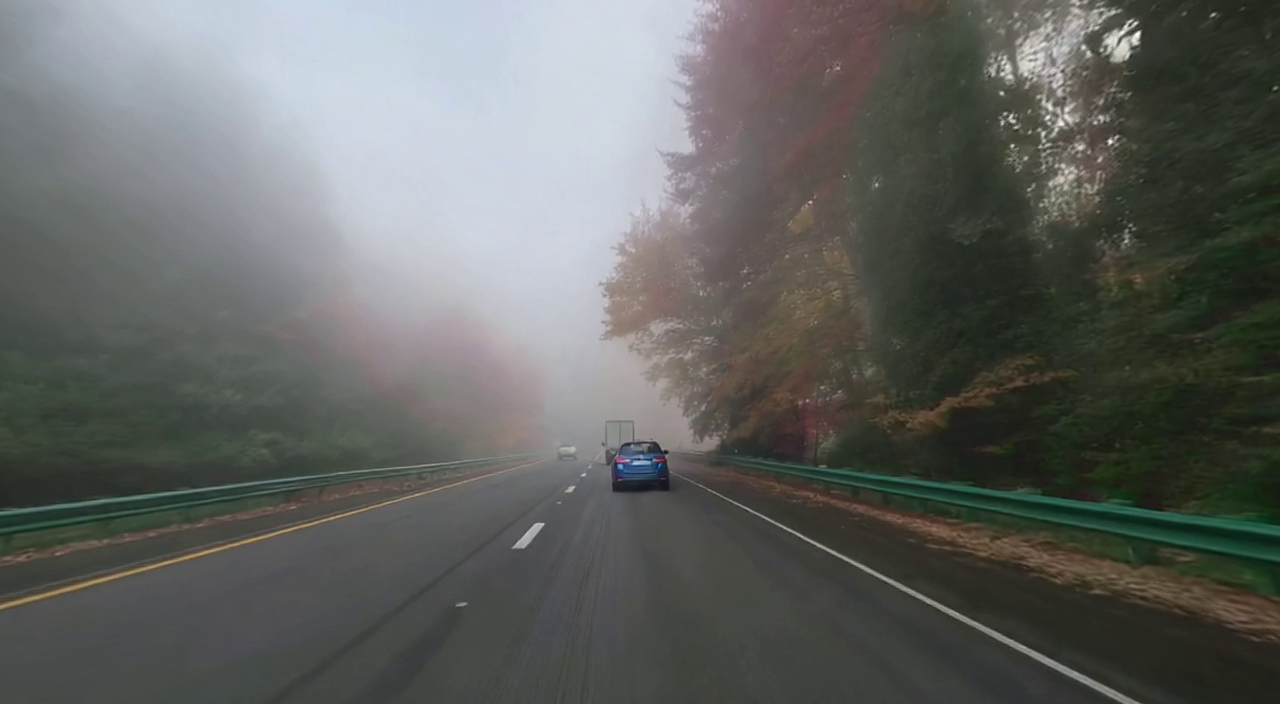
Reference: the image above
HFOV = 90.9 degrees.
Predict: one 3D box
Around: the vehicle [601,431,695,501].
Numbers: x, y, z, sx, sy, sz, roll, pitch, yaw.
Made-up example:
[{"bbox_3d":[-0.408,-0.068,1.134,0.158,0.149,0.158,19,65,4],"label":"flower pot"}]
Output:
[{"bbox_3d":[0.061,2.790,15.845,2.057,1.516,4.065,1,-8,-3],"label":"vehicle"}]
